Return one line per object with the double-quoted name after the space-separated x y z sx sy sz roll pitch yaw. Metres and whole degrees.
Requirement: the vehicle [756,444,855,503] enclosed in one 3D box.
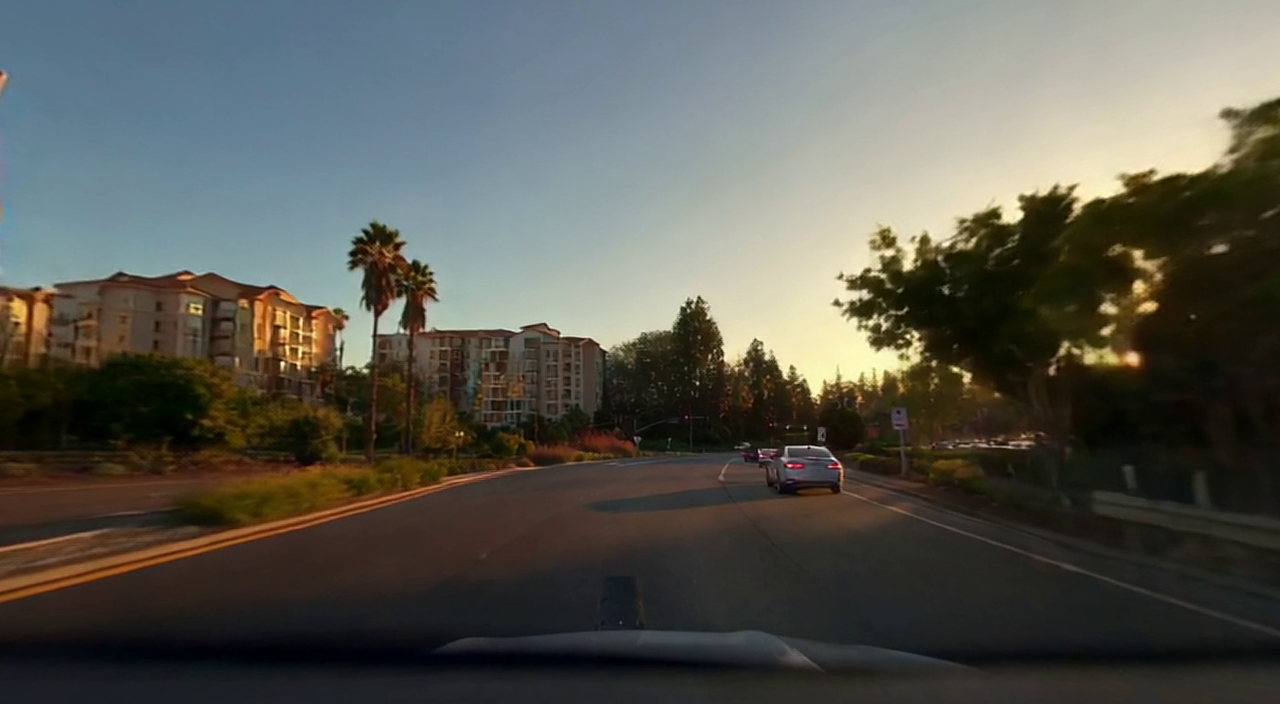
4.563 3.376 18.016 1.993 1.483 3.821 -1 -9 4 "vehicle"
